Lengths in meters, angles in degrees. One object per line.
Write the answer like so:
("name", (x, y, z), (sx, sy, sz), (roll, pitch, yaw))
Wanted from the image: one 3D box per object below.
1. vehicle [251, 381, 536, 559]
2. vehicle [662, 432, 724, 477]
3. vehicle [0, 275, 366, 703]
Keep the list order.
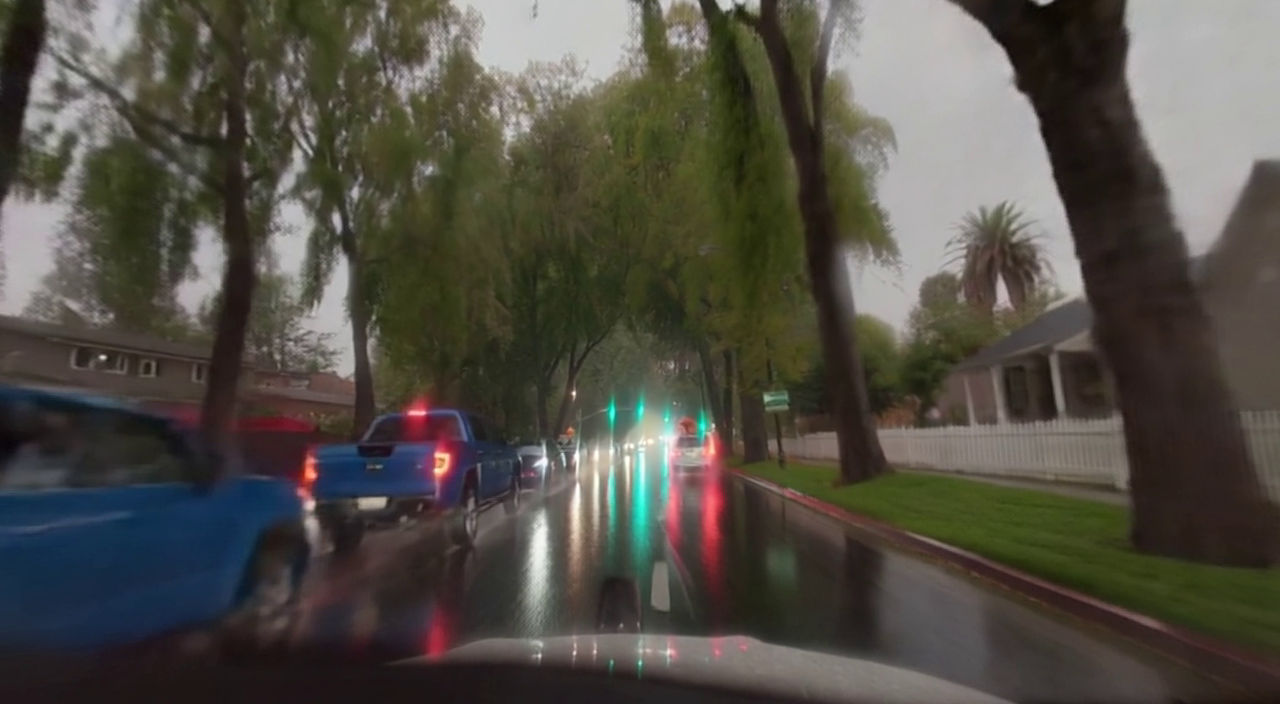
("vehicle", (-3.302, 1.758, 10.041), (2.405, 2.058, 5.193), (0, -9, 0))
("vehicle", (2.068, 4.207, 26.153), (2.258, 1.682, 4.635), (0, -9, 1))
("vehicle", (-3.487, 0.764, 2.752), (2.404, 1.900, 4.770), (0, -9, 0))
